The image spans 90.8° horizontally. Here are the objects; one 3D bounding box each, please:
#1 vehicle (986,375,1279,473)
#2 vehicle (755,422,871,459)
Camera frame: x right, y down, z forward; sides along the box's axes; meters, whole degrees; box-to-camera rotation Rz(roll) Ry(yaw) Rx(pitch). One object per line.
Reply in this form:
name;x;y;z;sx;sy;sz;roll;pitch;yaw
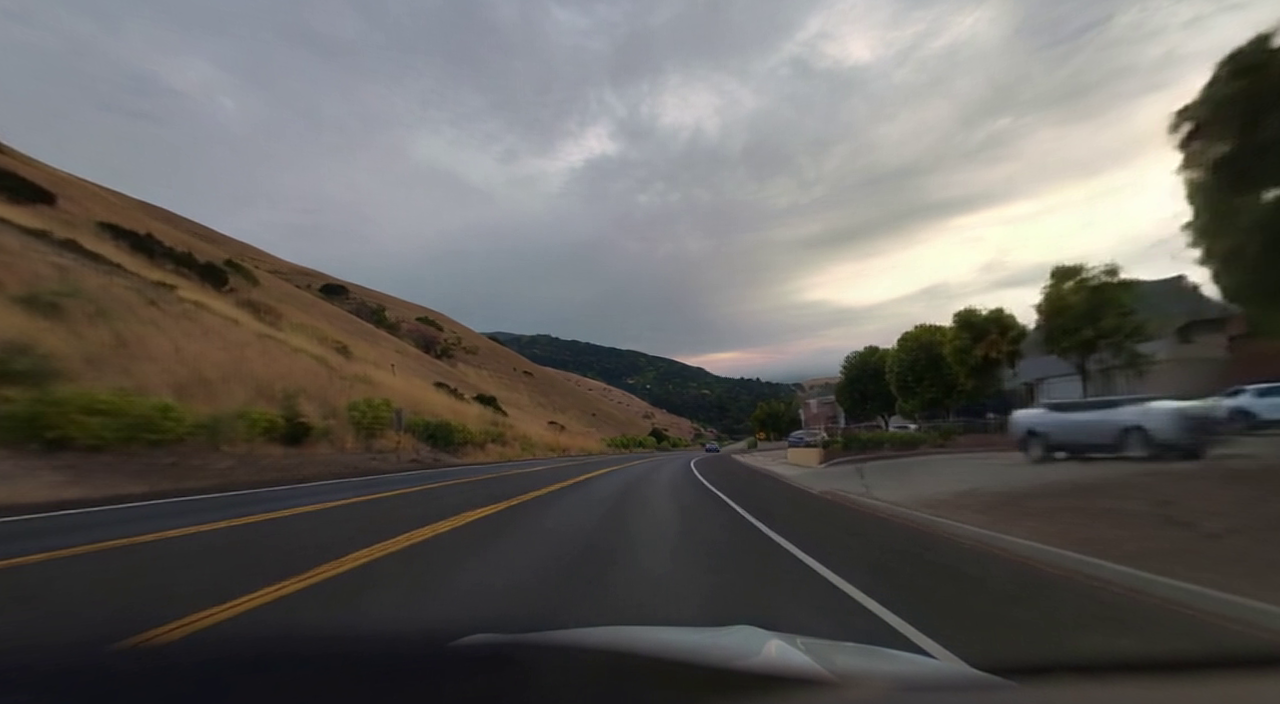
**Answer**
vehicle;9.465;1.527;12.694;2.103;1.447;4.727;-4;-9;-3
vehicle;9.860;5.165;36.613;2.216;1.887;6.388;4;-11;-35
